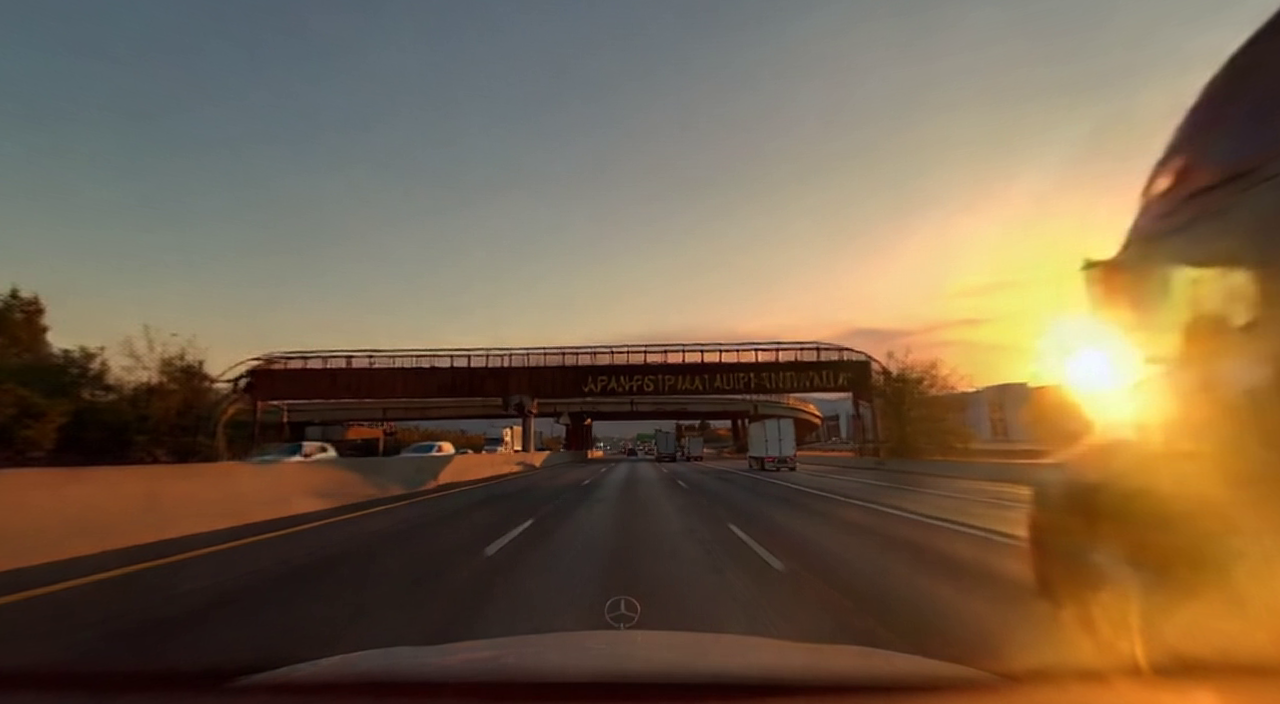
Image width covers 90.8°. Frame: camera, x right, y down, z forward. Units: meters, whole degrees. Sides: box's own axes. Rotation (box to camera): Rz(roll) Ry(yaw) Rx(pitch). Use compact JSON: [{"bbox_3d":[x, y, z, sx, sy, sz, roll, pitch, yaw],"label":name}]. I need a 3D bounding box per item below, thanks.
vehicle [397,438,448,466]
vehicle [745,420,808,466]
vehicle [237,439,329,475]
[{"bbox_3d":[-13.784,6.351,40.246,1.807,1.667,3.770,0,-9,1],"label":"vehicle"},{"bbox_3d":[10.543,7.240,49.955,2.912,3.293,9.588,0,-9,0],"label":"vehicle"},{"bbox_3d":[-17.751,5.241,31.691,1.928,1.648,4.514,0,-9,1],"label":"vehicle"}]
